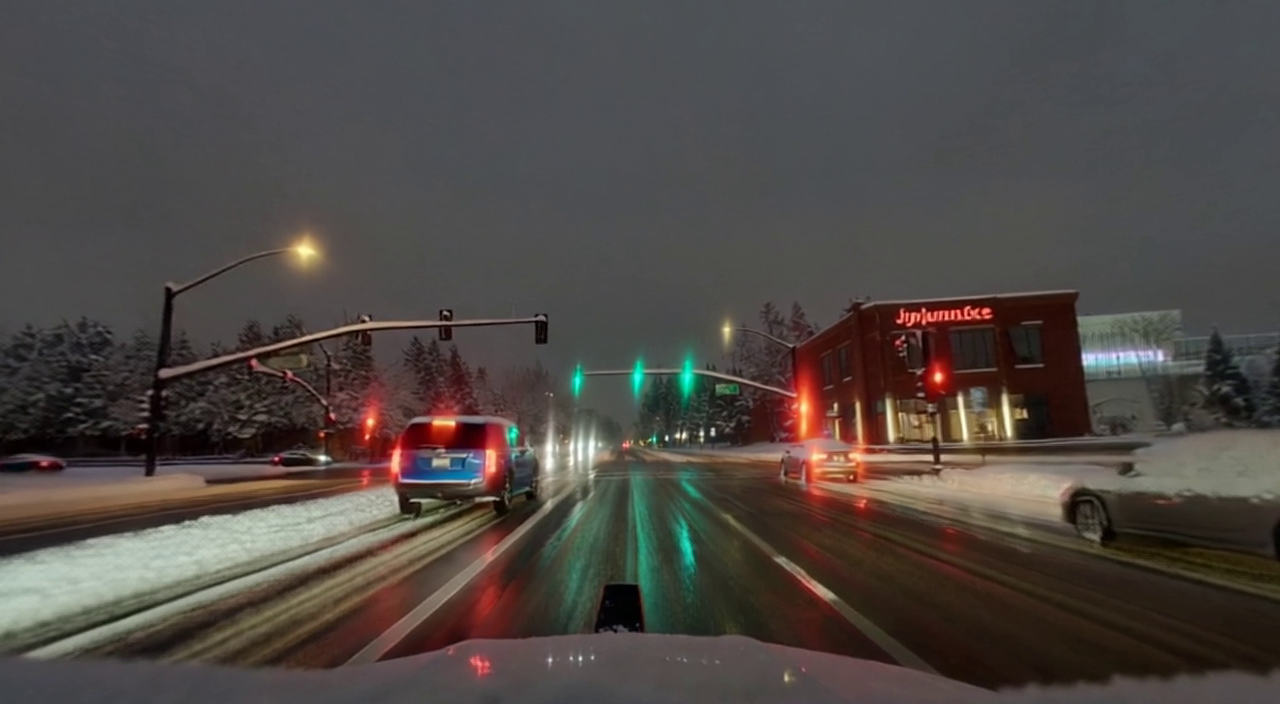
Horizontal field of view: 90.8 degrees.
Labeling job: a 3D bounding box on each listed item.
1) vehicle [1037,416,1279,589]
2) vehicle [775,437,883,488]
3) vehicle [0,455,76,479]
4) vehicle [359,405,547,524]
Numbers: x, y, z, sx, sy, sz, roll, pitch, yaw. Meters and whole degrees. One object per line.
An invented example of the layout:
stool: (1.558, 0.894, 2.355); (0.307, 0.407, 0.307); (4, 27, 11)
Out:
vehicle: (6.743, 1.479, 6.548); (2.014, 1.539, 4.852); (0, -8, -1)
vehicle: (6.091, 3.612, 21.031); (1.972, 1.476, 4.775); (0, -8, -2)
vehicle: (-41.316, 7.749, 42.531); (4.733, 1.500, 1.814); (0, -8, -2)
vehicle: (-3.347, 2.160, 12.644); (2.313, 1.883, 5.016); (0, -8, -1)
